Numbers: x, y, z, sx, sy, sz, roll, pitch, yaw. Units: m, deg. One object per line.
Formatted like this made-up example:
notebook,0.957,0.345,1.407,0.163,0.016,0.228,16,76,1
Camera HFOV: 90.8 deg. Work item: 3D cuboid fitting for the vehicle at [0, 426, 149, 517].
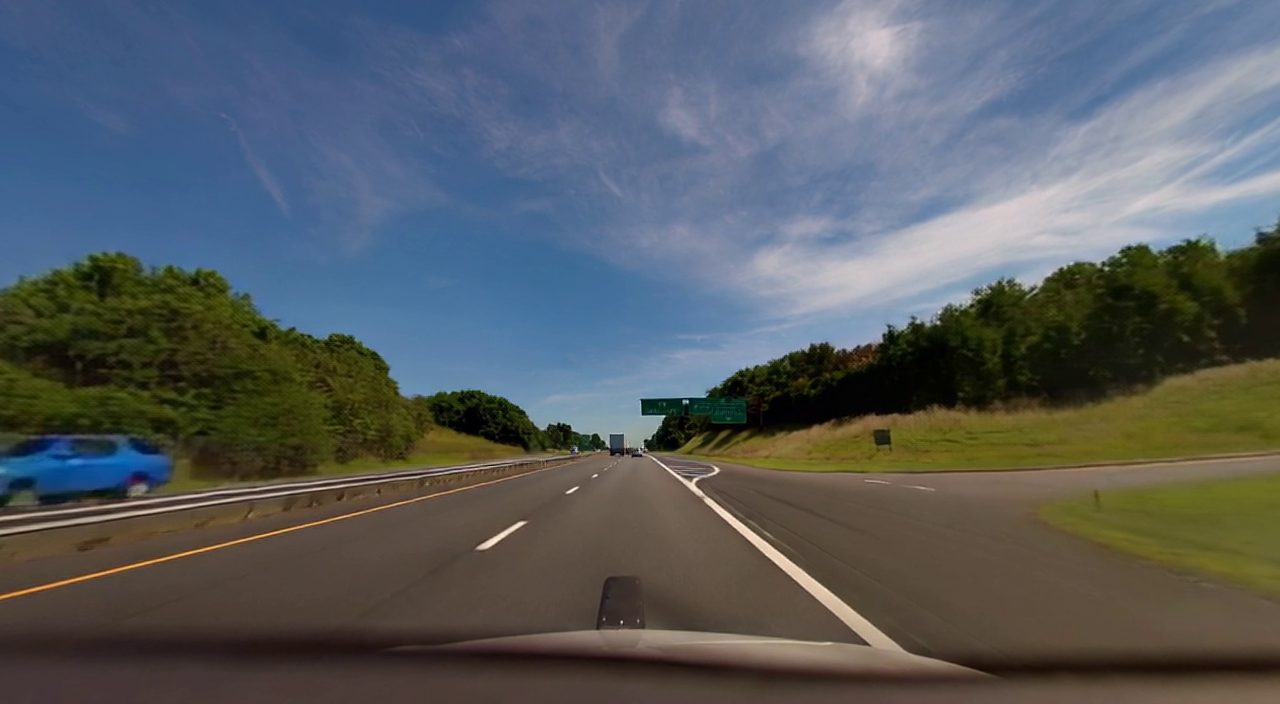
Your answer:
vehicle,-12.197,2.327,12.569,1.975,1.575,3.441,0,-9,0
